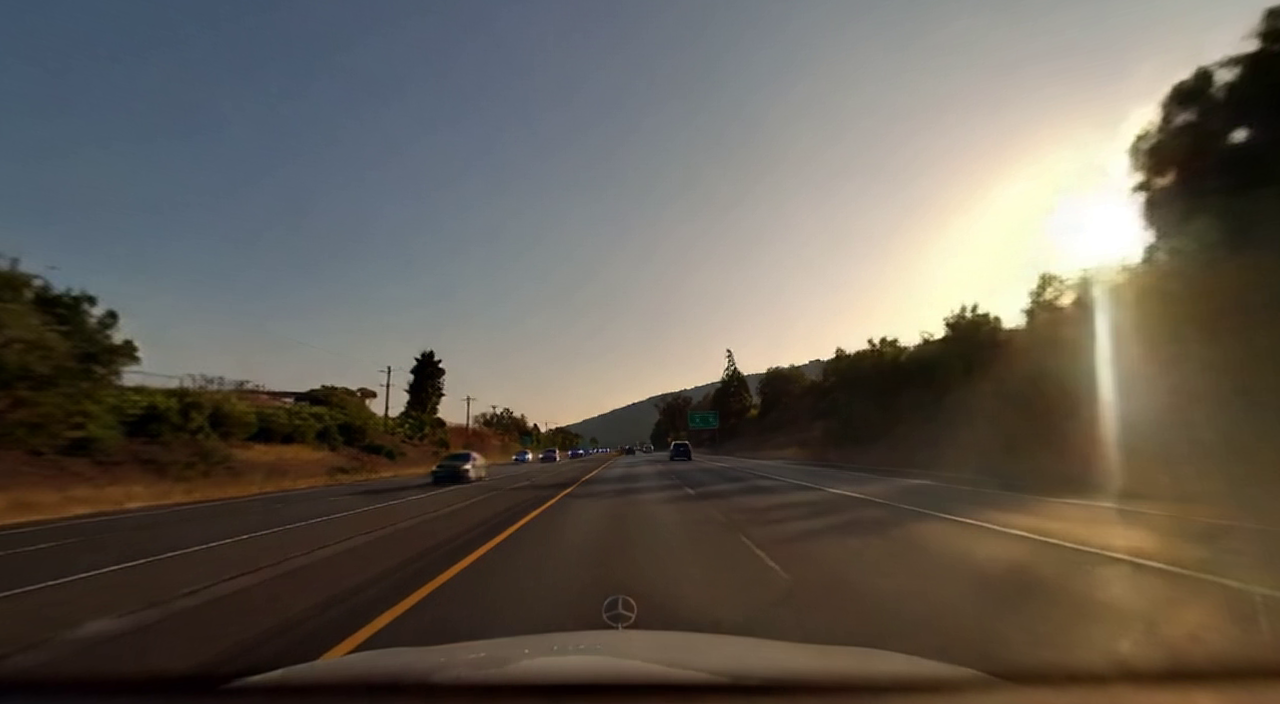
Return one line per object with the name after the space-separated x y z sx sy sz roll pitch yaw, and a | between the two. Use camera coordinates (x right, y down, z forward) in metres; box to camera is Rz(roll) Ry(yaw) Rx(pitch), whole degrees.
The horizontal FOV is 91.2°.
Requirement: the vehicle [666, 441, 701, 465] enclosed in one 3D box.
3.177 7.273 45.369 1.972 1.614 4.025 -2 -9 11 | vehicle

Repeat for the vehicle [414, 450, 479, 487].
-8.881 5.333 29.129 1.923 1.552 4.293 0 -9 -4 | vehicle
